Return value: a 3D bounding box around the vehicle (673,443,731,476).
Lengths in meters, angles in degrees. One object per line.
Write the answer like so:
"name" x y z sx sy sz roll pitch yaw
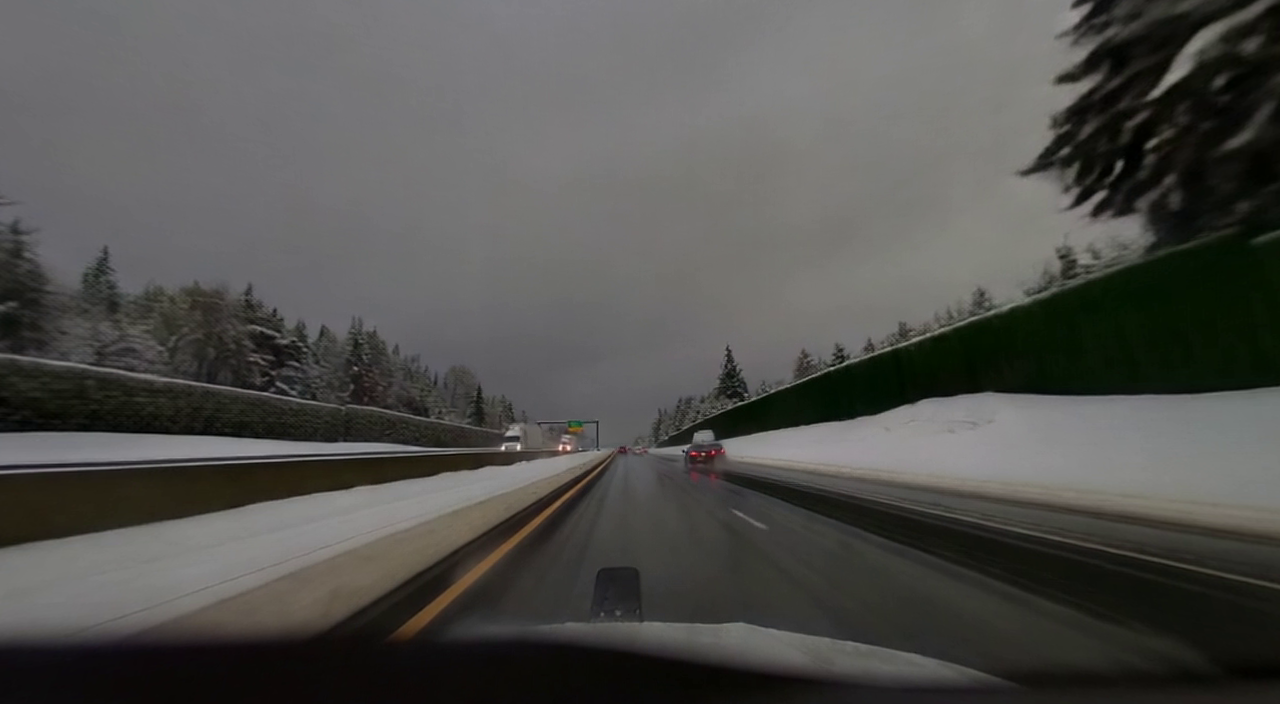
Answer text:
"vehicle" 3.039 5.358 31.529 2.244 1.498 4.338 0 -9 -3
